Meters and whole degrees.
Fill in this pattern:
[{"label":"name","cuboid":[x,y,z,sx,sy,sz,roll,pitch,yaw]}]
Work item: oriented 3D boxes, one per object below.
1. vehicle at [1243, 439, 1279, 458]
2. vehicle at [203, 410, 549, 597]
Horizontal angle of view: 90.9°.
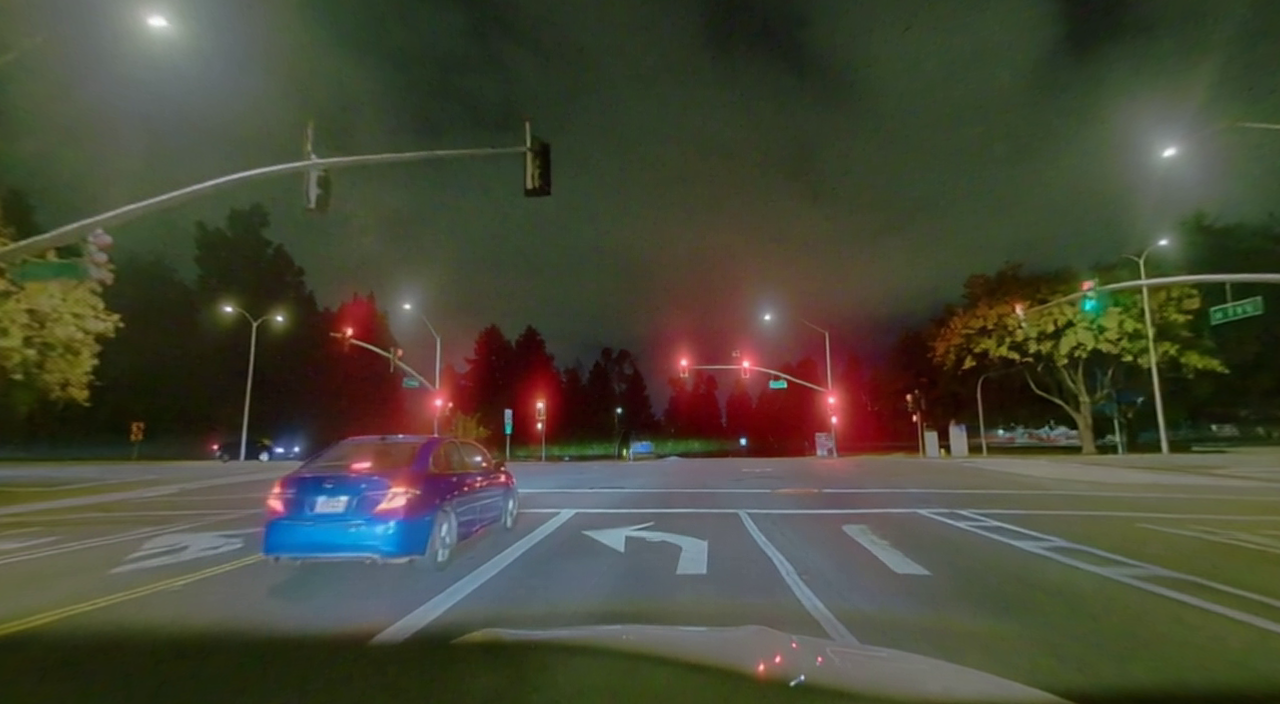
[{"label":"vehicle","cuboid":[49.759,7.548,49.416,1.574,1.369,3.611,-1,-7,8]},{"label":"vehicle","cuboid":[-2.612,1.607,7.550,2.055,1.573,4.065,-1,-9,6]}]
